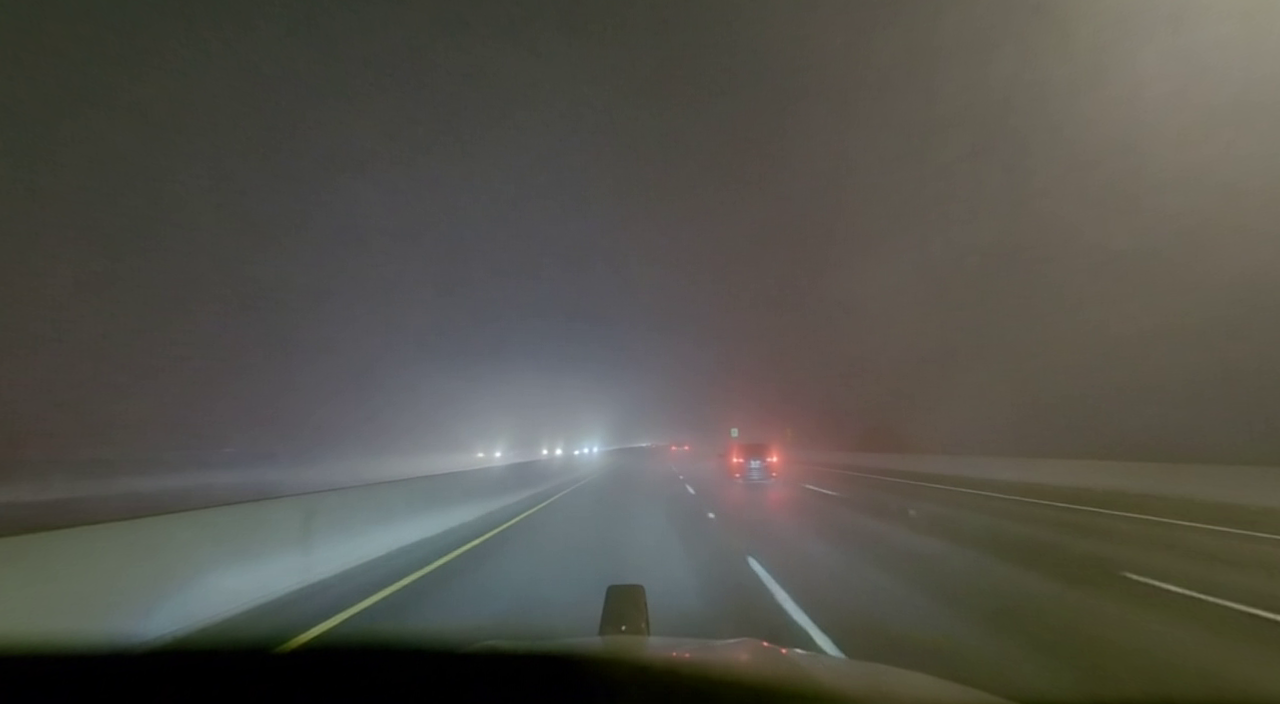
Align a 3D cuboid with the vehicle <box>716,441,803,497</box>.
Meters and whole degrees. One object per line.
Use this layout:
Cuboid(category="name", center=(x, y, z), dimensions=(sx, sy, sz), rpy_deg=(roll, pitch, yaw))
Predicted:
Cuboid(category="vehicle", center=(3.256, 3.242, 17.855), dimensions=(1.683, 1.400, 3.868), rpy_deg=(0, -8, 0))
